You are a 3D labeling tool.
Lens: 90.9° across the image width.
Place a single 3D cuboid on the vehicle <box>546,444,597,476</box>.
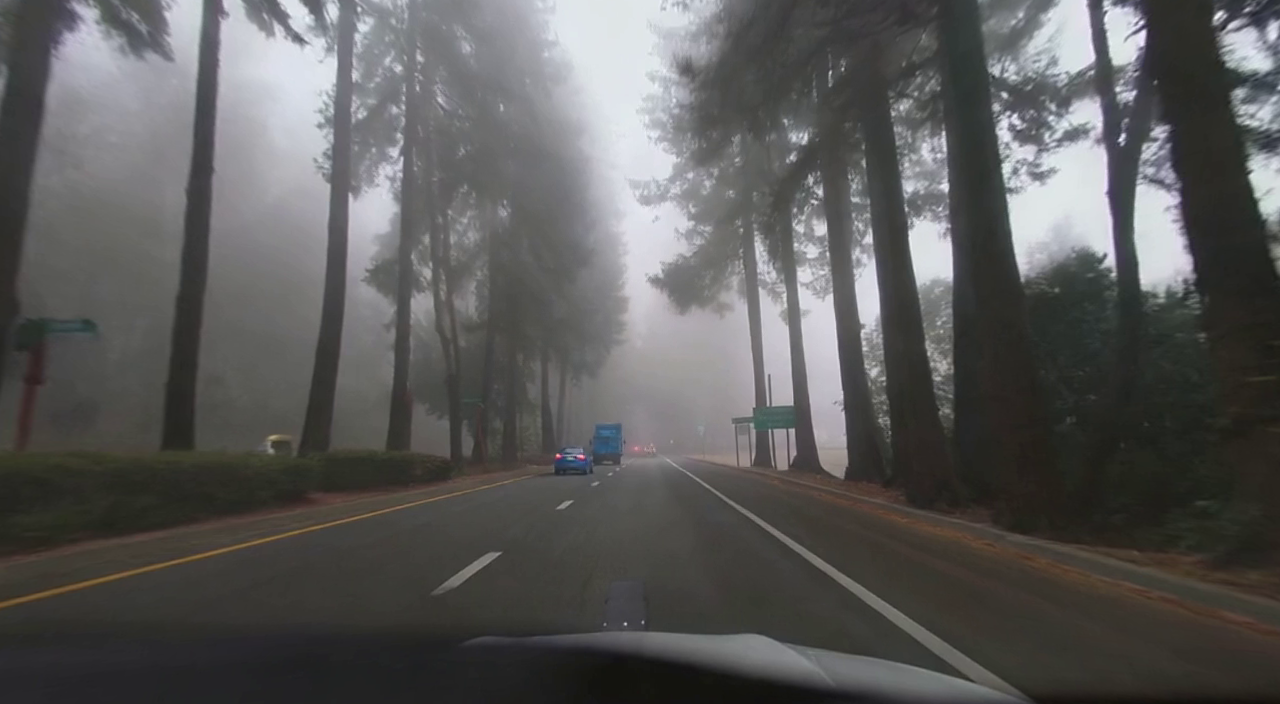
[{"bbox_3d":[-3.329,5.362,31.490,2.005,1.462,4.345,0,-8,1],"label":"vehicle"}]
